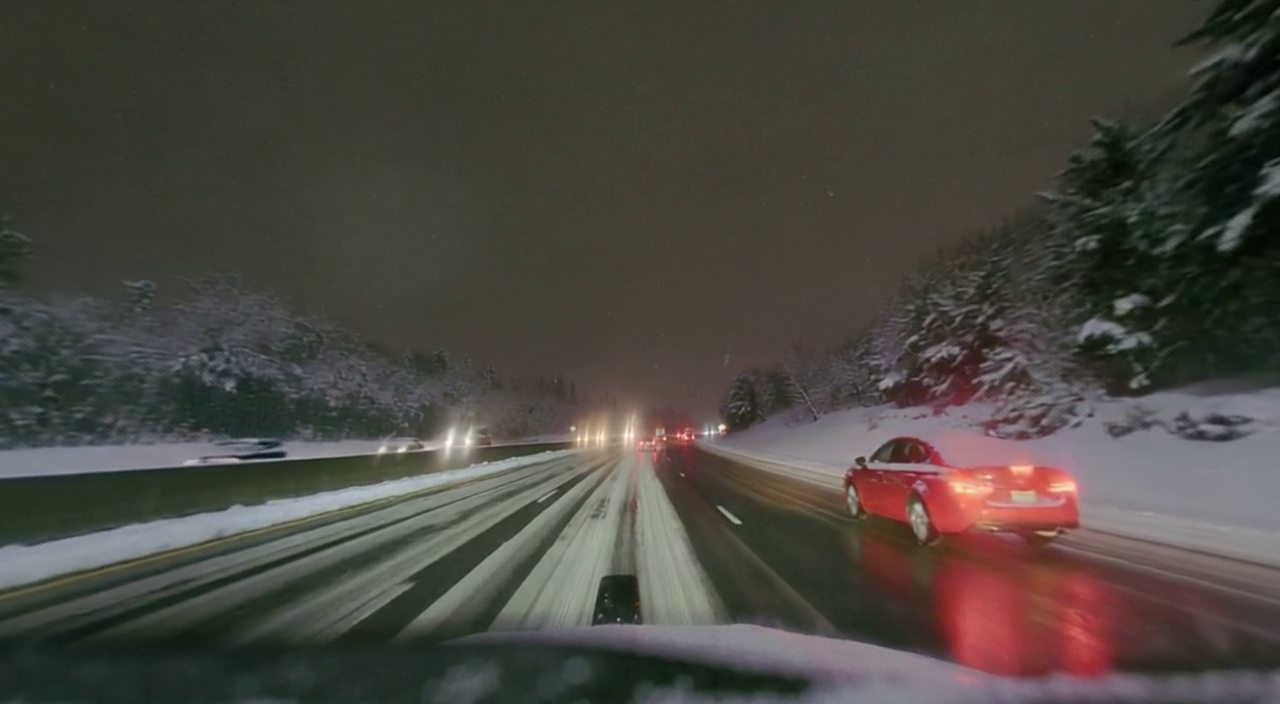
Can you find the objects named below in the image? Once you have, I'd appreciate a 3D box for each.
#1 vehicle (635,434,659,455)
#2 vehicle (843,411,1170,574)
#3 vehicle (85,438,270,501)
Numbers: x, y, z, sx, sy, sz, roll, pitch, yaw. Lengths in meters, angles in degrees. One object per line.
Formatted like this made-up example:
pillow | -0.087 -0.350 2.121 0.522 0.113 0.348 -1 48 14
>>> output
vehicle | 0.508 6.989 47.516 1.771 1.480 3.781 0 -8 0
vehicle | 4.128 1.606 7.923 1.834 1.548 3.651 0 -8 -1
vehicle | -12.292 3.090 17.156 1.842 1.454 4.299 0 -8 -1
